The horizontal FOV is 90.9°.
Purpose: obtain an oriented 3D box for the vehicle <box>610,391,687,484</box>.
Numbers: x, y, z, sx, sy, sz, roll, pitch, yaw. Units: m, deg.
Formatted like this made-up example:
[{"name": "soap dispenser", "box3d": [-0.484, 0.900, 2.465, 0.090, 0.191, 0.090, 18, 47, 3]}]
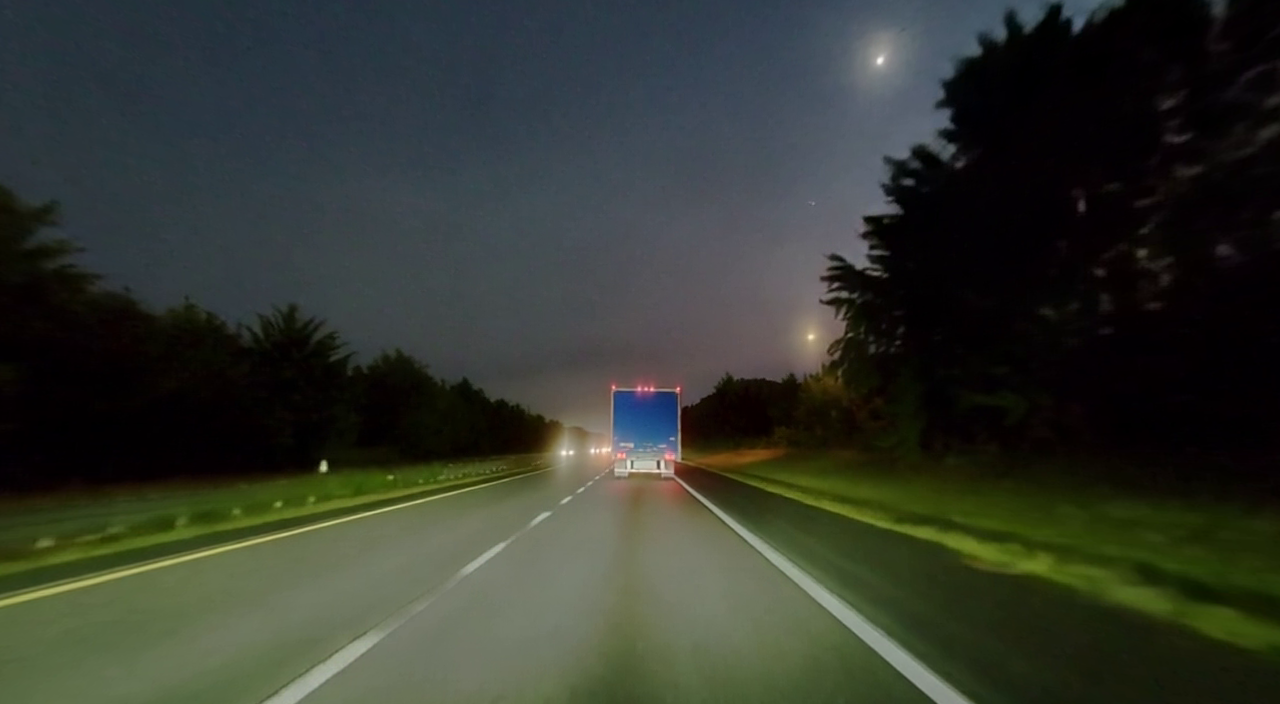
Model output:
[{"name": "vehicle", "box3d": [0.199, 3.924, 28.339, 2.913, 3.530, 8.648, 0, -9, -2]}]
